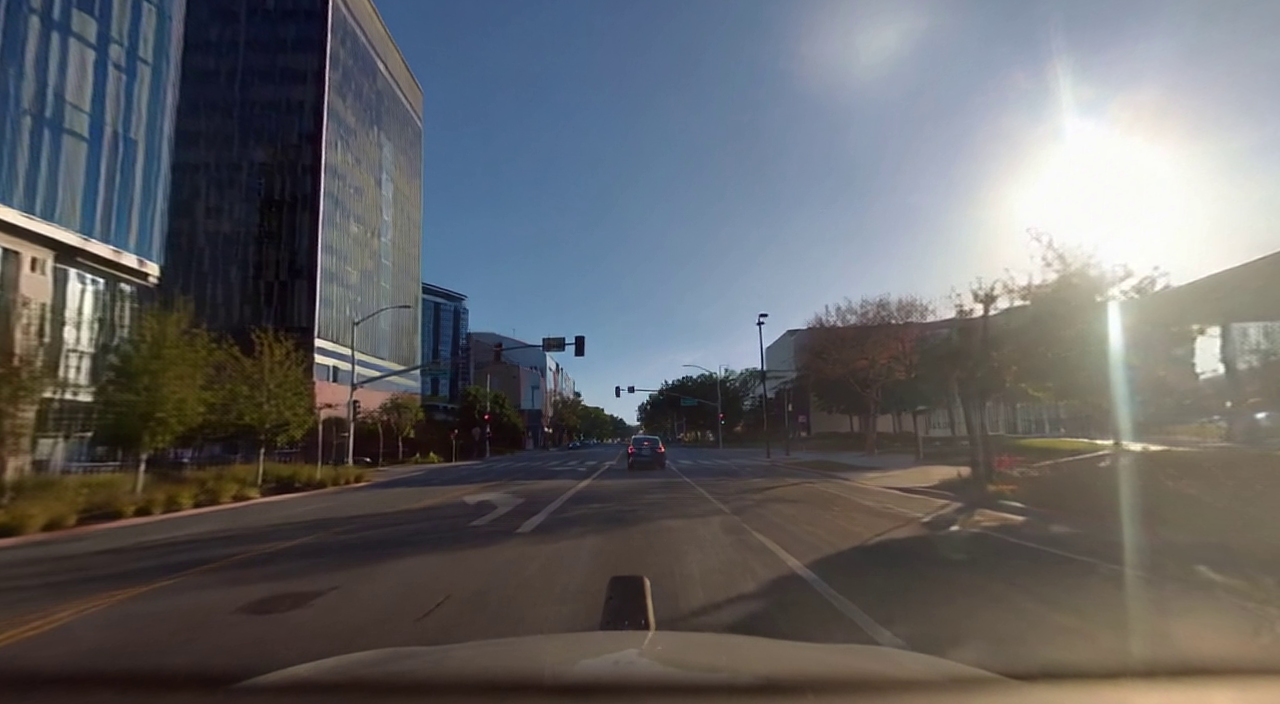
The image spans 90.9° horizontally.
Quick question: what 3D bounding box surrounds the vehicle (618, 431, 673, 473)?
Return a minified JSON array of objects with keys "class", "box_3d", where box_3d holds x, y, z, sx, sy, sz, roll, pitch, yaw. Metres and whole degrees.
[{"class":"vehicle","box_3d":[0.200,4.220,26.854,2.184,1.640,4.086,0,-8,-1]}]
